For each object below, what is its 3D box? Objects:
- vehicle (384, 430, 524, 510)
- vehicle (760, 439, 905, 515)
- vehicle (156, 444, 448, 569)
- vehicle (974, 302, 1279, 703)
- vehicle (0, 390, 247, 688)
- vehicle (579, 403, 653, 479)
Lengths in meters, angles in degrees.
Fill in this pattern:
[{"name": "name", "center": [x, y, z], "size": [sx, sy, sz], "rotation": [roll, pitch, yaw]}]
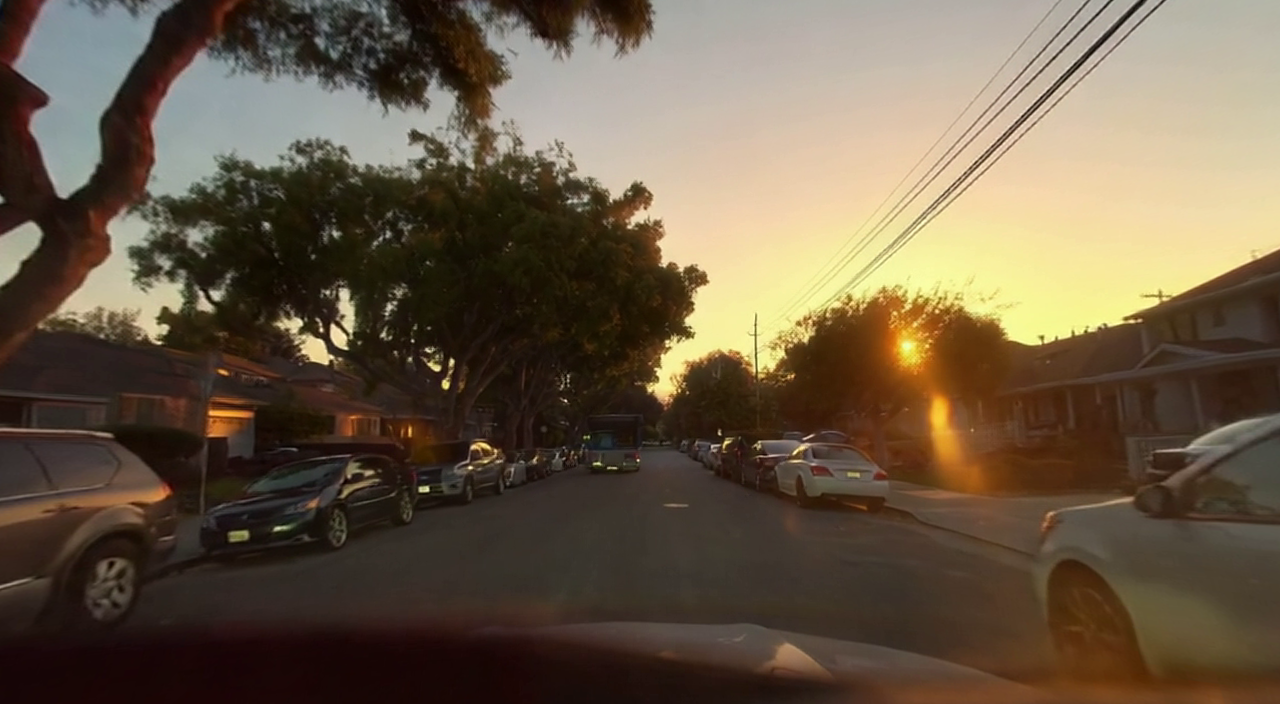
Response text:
[{"name": "vehicle", "center": [-4.743, 3.078, 17.113], "size": [2.002, 1.781, 5.380], "rotation": [0, -8, 2]}, {"name": "vehicle", "center": [4.171, 2.752, 14.522], "size": [1.813, 1.468, 4.267], "rotation": [0, -8, -3]}, {"name": "vehicle", "center": [-4.801, 2.204, 10.018], "size": [1.861, 1.474, 4.749], "rotation": [0, -8, 2]}, {"name": "vehicle", "center": [3.492, 0.723, 2.041], "size": [2.182, 1.900, 4.779], "rotation": [0, -8, 0]}, {"name": "vehicle", "center": [-5.038, 1.136, 3.780], "size": [2.203, 1.815, 4.972], "rotation": [0, -8, -1]}, {"name": "vehicle", "center": [-0.884, 3.933, 27.907], "size": [2.716, 2.887, 6.781], "rotation": [0, -8, 2]}]
